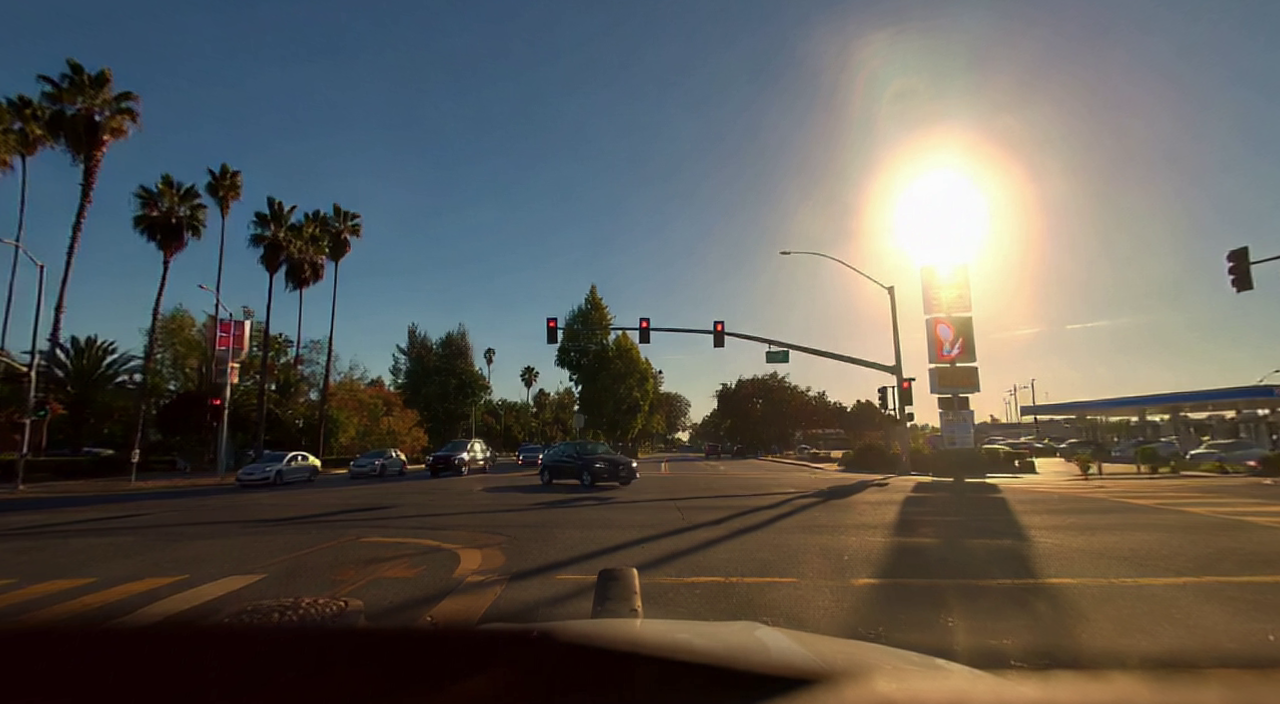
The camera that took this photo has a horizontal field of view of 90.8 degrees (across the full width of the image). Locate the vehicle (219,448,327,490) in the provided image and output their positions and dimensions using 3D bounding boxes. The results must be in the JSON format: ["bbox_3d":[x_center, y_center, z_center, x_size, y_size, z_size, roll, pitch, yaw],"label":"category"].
[{"bbox_3d":[-15.291,4.859,26.643,1.956,1.611,4.359,0,-9,0],"label":"vehicle"}]

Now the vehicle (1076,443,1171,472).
[{"bbox_3d":[24.255,5.292,31.745,3.474,1.376,1.538,0,-9,-2],"label":"vehicle"}]

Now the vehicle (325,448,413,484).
[{"bbox_3d":[-11.930,5.012,28.201,1.966,1.455,4.493,0,-9,0],"label":"vehicle"}]

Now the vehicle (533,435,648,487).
[{"bbox_3d":[-1.927,3.879,22.843,2.138,1.651,4.938,5,-10,-31],"label":"vehicle"}]

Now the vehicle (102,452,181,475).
[{"bbox_3d":[-35.248,7.879,44.836,1.886,1.523,4.581,0,-9,-1],"label":"vehicle"}]

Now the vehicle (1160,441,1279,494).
[{"bbox_3d":[18.815,3.407,18.820,5.015,1.446,1.862,0,-9,-3],"label":"vehicle"}]

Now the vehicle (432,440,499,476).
[{"bbox_3d":[-8.663,5.307,31.831,2.156,1.662,4.186,0,-9,0],"label":"vehicle"}]

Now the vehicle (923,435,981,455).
[{"bbox_3d":[22.529,6.758,45.666,3.356,1.395,1.559,0,-9,-1],"label":"vehicle"}]
